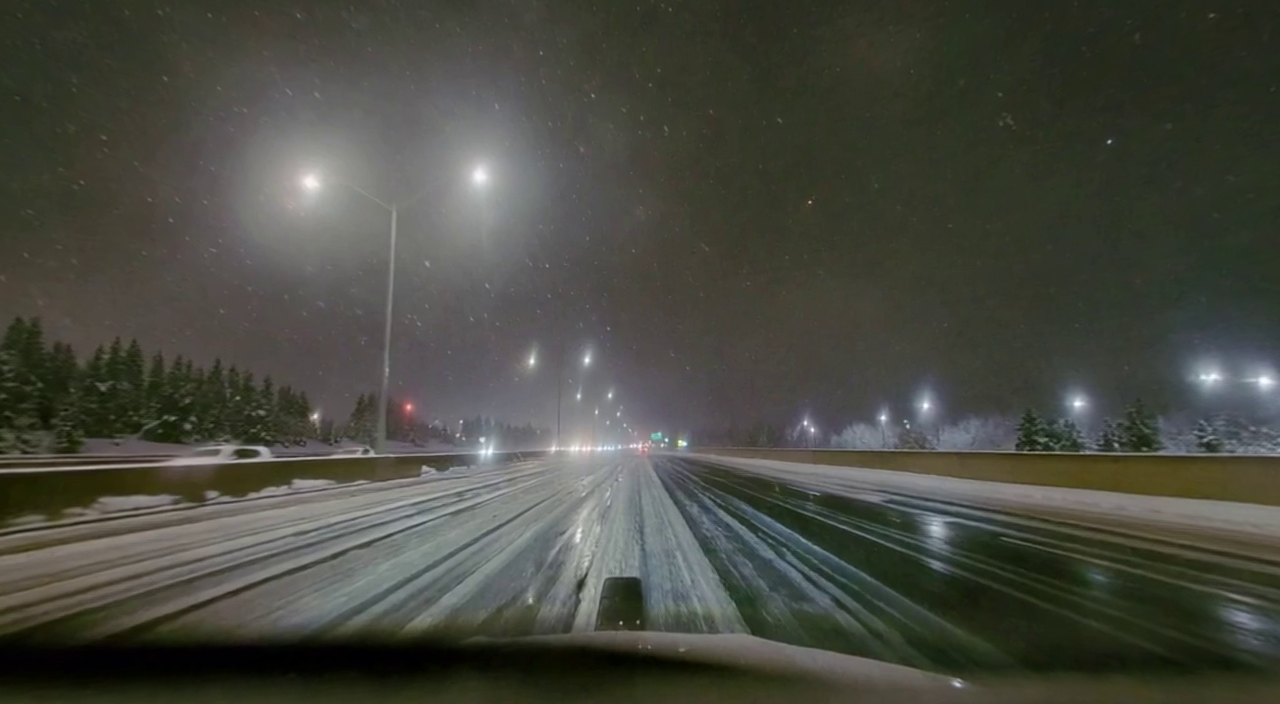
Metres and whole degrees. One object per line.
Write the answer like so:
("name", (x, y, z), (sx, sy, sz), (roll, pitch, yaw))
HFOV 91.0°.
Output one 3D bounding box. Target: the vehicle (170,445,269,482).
("vehicle", (-17.771, 4.711, 26.843), (1.644, 1.462, 3.713), (0, -9, 0))
